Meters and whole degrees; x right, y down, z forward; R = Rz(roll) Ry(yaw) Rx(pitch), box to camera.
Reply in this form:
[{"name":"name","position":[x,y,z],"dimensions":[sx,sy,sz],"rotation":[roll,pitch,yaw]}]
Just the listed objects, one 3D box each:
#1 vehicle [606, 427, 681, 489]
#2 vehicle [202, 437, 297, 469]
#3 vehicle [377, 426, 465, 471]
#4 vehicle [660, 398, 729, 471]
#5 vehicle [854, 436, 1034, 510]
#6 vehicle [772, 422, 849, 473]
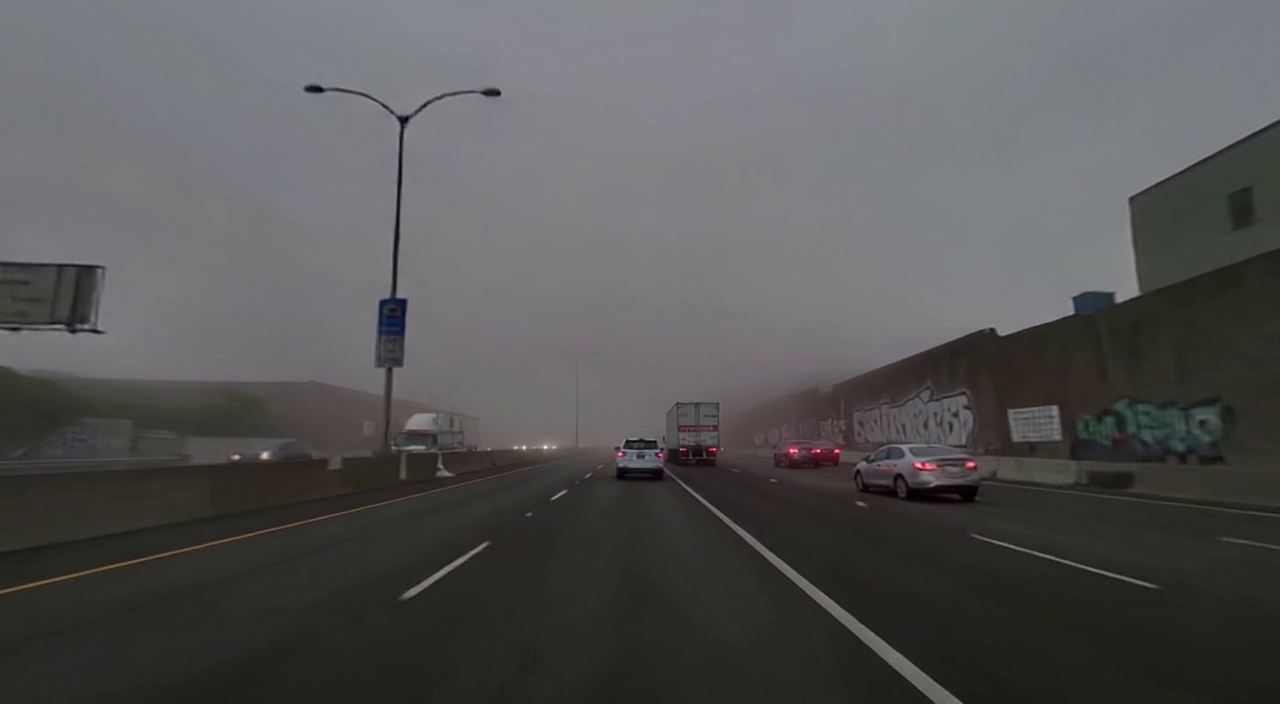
[{"name":"vehicle","position":[-0.040,3.599,21.648],"dimensions":[2.249,1.843,5.176],"rotation":[0,-9,-3]},{"name":"vehicle","position":[-20.628,5.363,33.646],"dimensions":[1.972,1.562,4.772],"rotation":[0,-9,0]},{"name":"vehicle","position":[-10.591,4.735,31.050],"dimensions":[2.470,1.992,5.196],"rotation":[0,-9,0]},{"name":"vehicle","position":[3.036,5.130,38.592],"dimensions":[2.976,3.806,10.591],"rotation":[0,-9,-2]},{"name":"vehicle","position":[6.954,2.800,15.163],"dimensions":[1.915,1.476,4.677],"rotation":[0,-9,-1]},{"name":"vehicle","position":[8.687,4.983,32.877],"dimensions":[2.322,2.360,6.433],"rotation":[0,-9,1]}]
